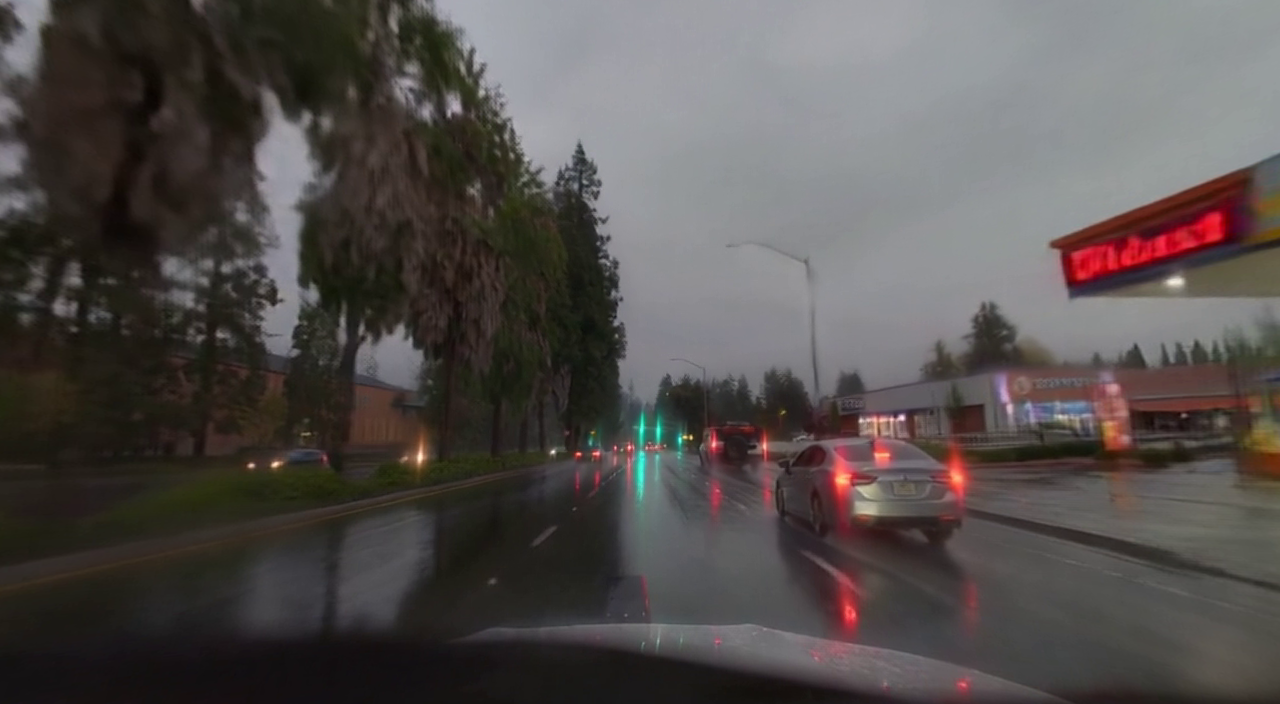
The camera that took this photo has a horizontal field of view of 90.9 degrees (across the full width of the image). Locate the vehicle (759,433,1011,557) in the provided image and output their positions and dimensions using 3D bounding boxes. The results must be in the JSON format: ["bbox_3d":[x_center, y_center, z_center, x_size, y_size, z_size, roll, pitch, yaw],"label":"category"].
[{"bbox_3d":[3.389,2.069,9.960,2.095,1.475,4.686,0,-9,0],"label":"vehicle"}]

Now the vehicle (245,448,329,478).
[{"bbox_3d":[-21.367,6.705,38.380,2.106,1.660,4.699,-1,-9,4],"label":"vehicle"}]

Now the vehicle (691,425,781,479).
[{"bbox_3d":[4.243,4.632,29.451,3.245,2.199,6.295,0,-8,0],"label":"vehicle"}]

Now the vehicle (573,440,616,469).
[{"bbox_3d":[-2.850,6.547,40.526,2.250,1.713,4.422,0,-8,2],"label":"vehicle"}]
